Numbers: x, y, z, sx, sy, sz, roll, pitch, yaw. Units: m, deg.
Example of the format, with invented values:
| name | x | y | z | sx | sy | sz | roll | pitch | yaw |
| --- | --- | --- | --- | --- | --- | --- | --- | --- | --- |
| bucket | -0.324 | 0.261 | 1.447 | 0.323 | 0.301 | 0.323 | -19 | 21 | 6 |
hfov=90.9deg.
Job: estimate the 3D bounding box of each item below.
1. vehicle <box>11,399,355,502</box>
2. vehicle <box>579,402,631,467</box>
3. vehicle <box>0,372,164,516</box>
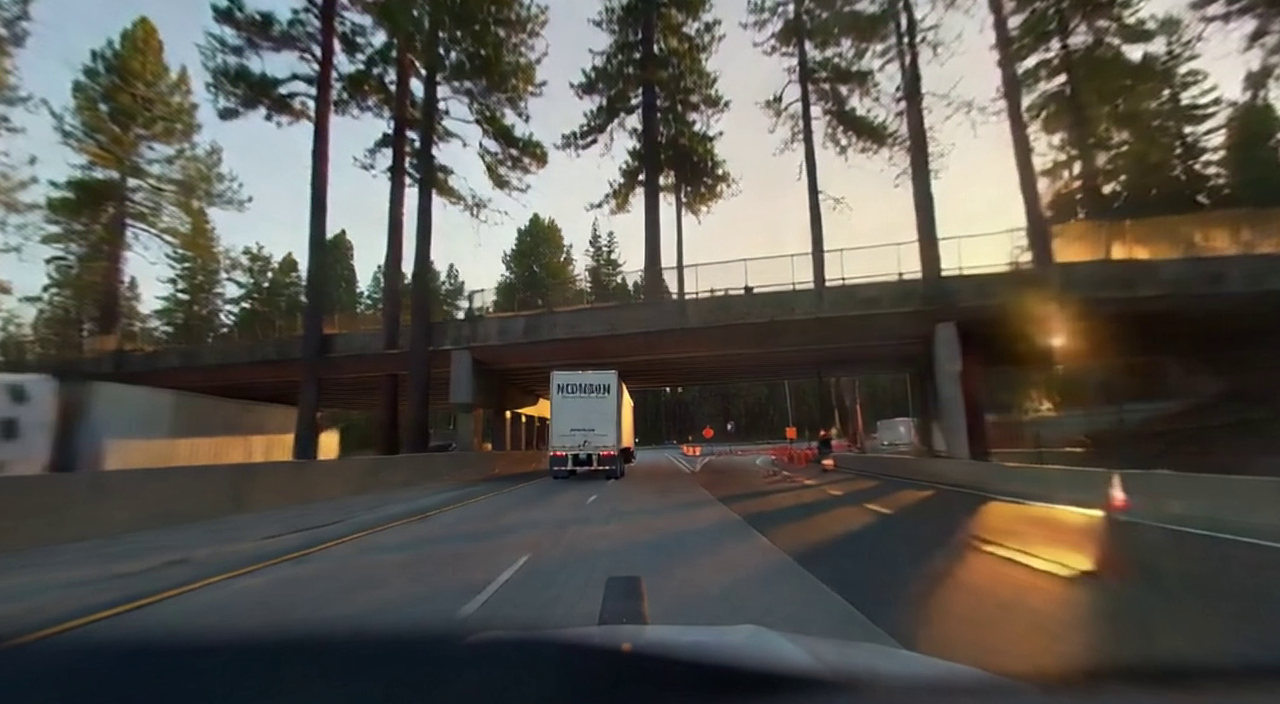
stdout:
| name | x | y | z | sx | sy | sz | roll | pitch | yaw |
| --- | --- | --- | --- | --- | --- | --- | --- | --- | --- |
| vehicle | -16.803 | 3.984 | 26.031 | 2.796 | 3.007 | 15.010 | 0 | -8 | 1 |
| vehicle | -2.290 | 5.920 | 44.610 | 2.845 | 4.049 | 10.214 | 0 | -9 | 1 |
| vehicle | -16.914 | 2.335 | 15.996 | 2.971 | 3.438 | 8.346 | 0 | -8 | 1 |
